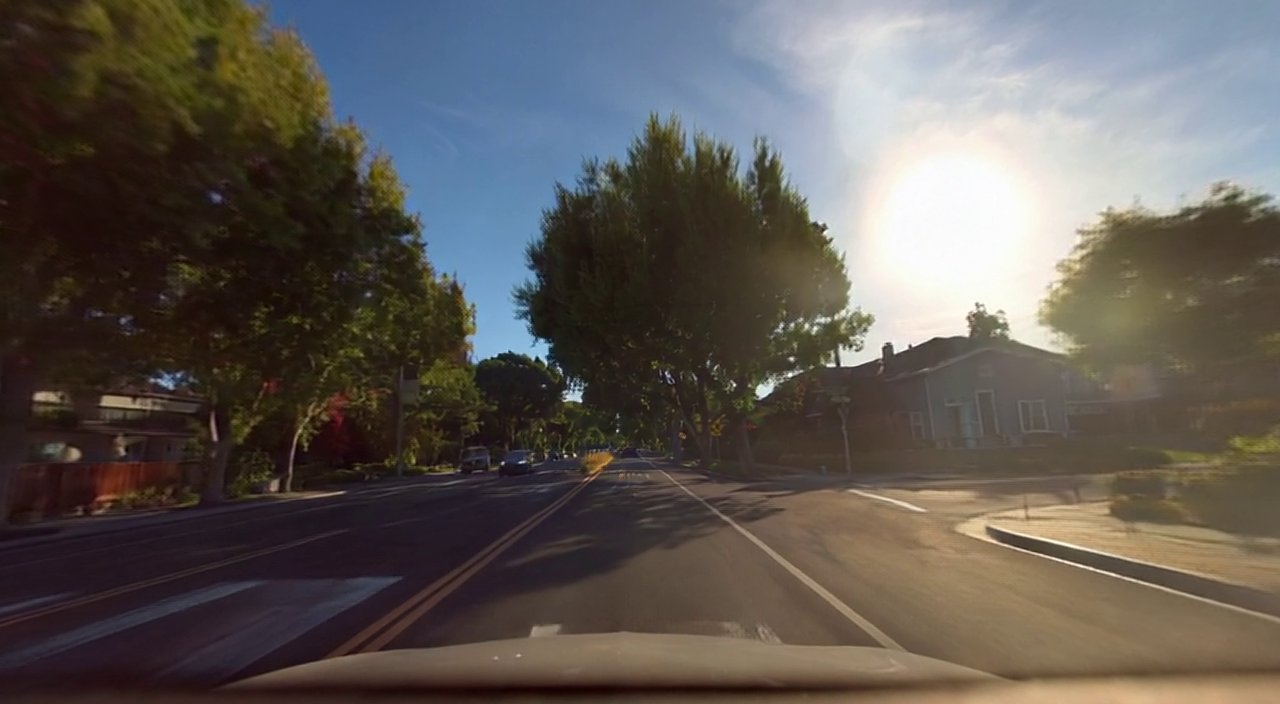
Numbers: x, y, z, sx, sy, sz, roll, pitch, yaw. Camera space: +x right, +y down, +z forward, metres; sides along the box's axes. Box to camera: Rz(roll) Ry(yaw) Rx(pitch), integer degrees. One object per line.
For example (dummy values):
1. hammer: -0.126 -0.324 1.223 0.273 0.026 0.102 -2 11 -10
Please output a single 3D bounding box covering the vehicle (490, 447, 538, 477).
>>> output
1. vehicle: -7.492 6.556 38.007 1.994 1.646 4.276 0 -9 0
